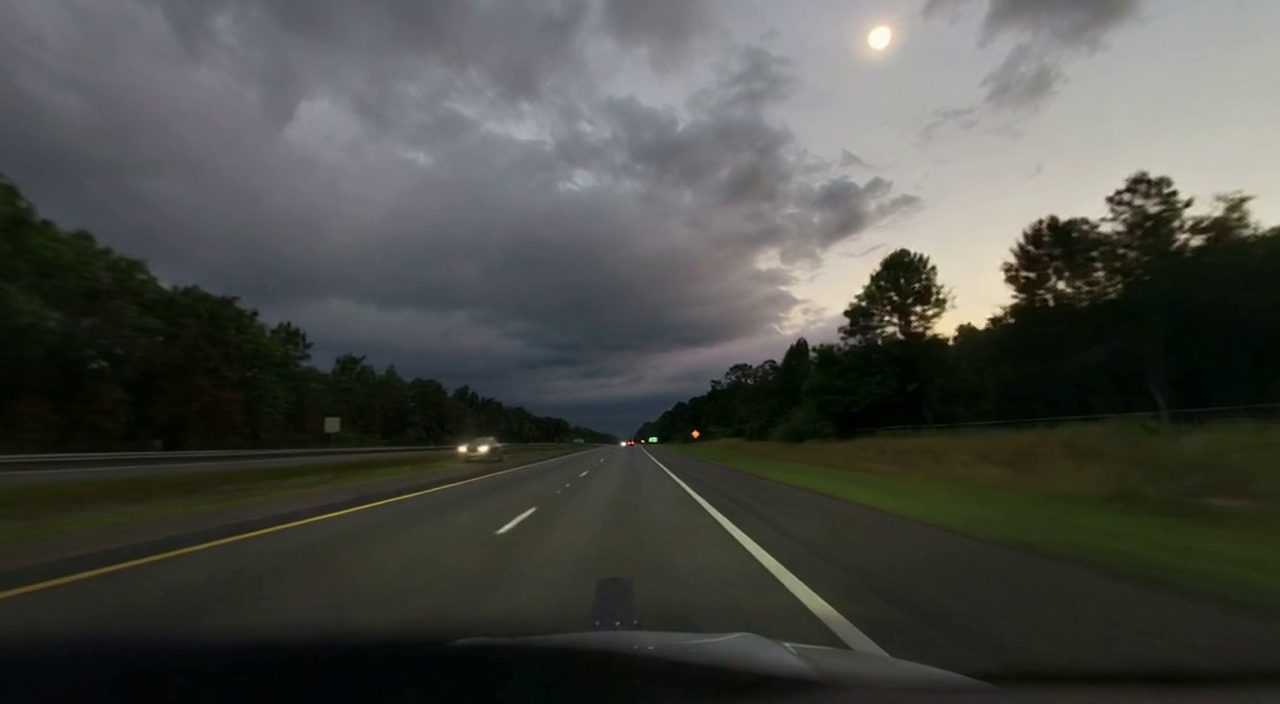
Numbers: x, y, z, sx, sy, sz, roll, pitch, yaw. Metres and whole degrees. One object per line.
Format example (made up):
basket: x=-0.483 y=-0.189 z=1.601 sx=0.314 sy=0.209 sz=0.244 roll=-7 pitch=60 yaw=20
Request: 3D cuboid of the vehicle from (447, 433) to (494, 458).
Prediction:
vehicle: x=-11.421 y=6.306 z=42.609 sx=1.983 sy=1.598 sz=4.547 roll=0 pitch=-8 yaw=-1
